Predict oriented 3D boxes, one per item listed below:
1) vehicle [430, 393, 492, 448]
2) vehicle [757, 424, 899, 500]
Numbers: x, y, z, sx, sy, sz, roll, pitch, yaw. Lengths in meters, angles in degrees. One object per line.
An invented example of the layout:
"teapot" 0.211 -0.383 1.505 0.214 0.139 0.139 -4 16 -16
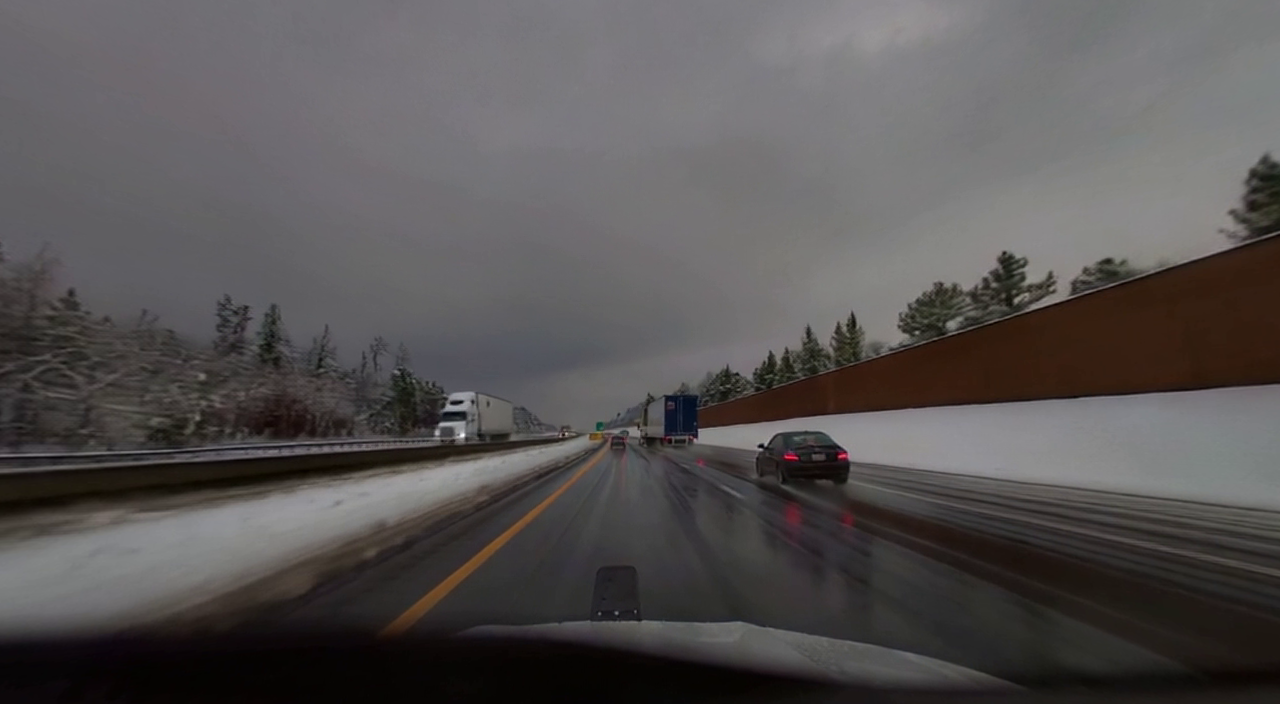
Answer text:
"vehicle" -13.719 5.349 48.827 2.972 3.920 6.688 0 -7 -2
"vehicle" 4.059 2.410 14.425 1.813 1.454 4.197 0 -7 -2
